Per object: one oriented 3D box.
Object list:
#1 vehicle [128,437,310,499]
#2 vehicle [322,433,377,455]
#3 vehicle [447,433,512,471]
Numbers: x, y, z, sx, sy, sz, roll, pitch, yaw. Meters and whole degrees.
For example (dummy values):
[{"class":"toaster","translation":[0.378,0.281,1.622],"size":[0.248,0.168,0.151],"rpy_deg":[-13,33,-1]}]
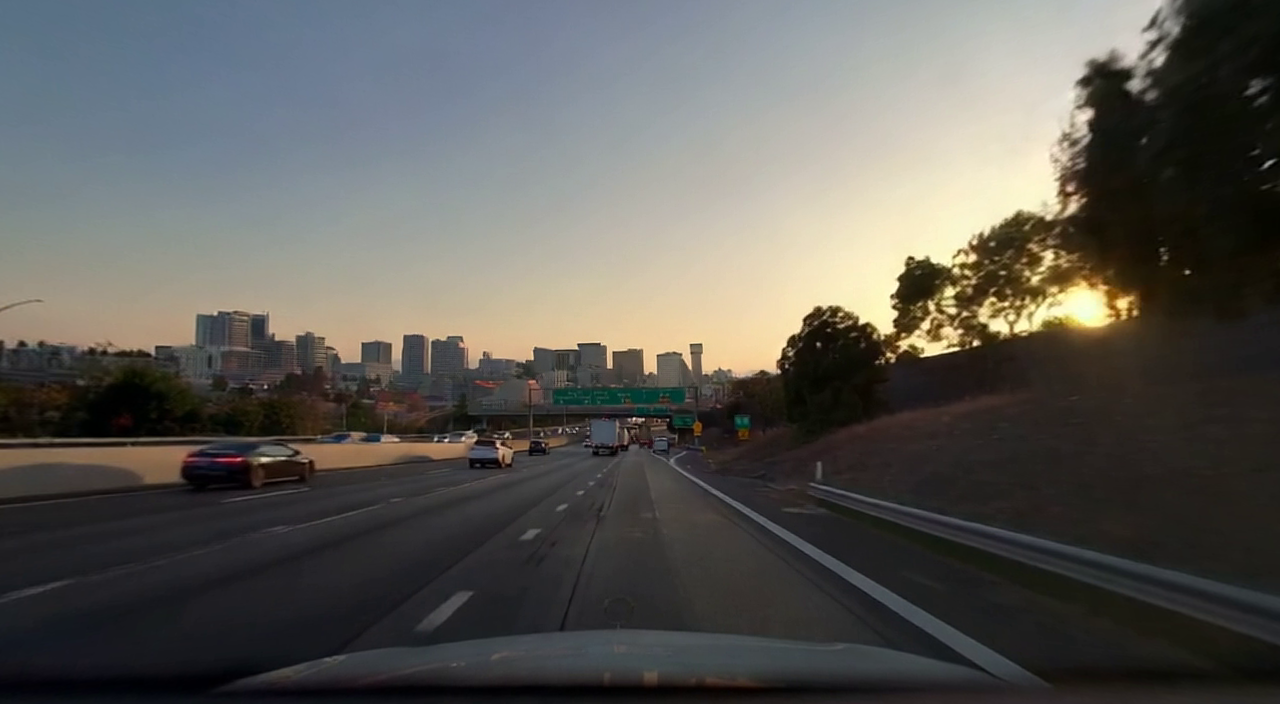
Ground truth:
[{"class":"vehicle","translation":[-10.813,2.959,16.591],"size":[1.976,1.413,4.088],"rpy_deg":[0,-8,0]},{"class":"vehicle","translation":[-20.422,6.498,44.382],"size":[1.842,1.464,4.113],"rpy_deg":[0,-8,0]},{"class":"vehicle","translation":[-7.386,4.619,29.328],"size":[1.979,1.646,4.096],"rpy_deg":[0,-8,0]}]
